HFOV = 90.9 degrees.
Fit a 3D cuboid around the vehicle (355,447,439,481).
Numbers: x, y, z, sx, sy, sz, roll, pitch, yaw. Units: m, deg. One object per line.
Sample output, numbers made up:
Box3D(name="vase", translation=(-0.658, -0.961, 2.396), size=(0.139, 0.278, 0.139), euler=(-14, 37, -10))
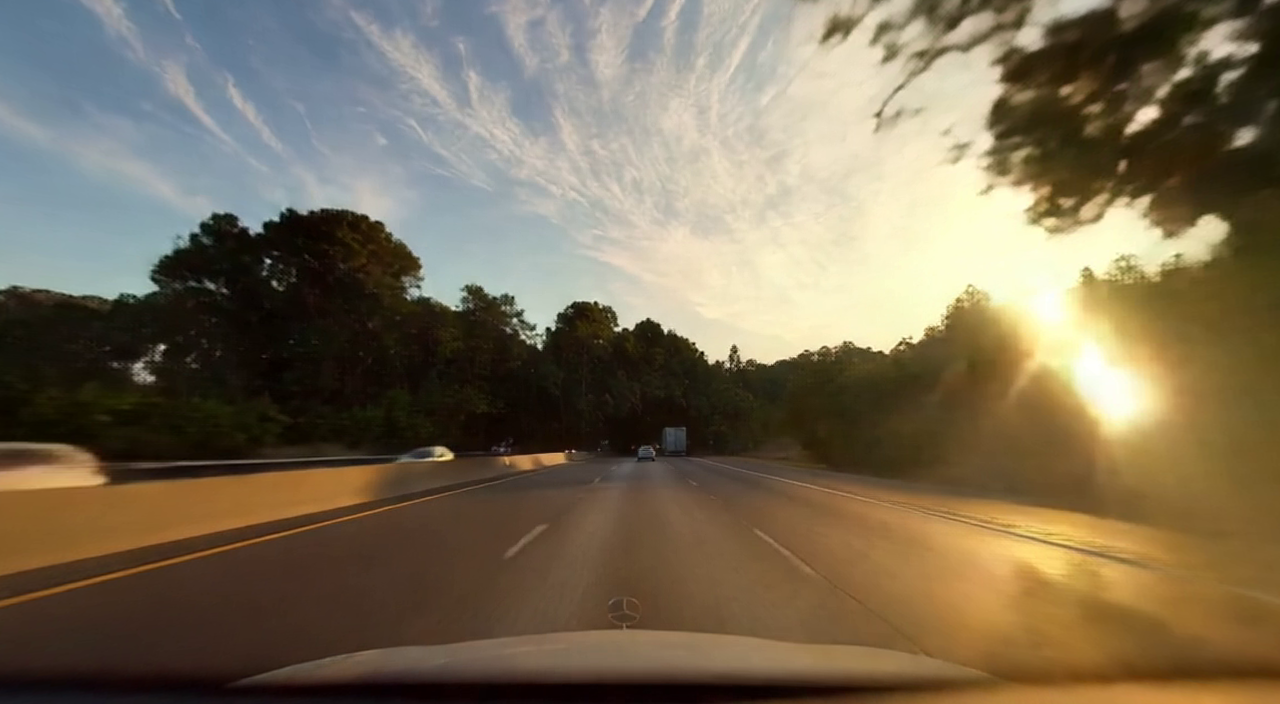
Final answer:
Box3D(name="vehicle", translation=(-11.631, 5.384, 30.621), size=(2.028, 1.479, 5.058), euler=(0, -9, 0))
